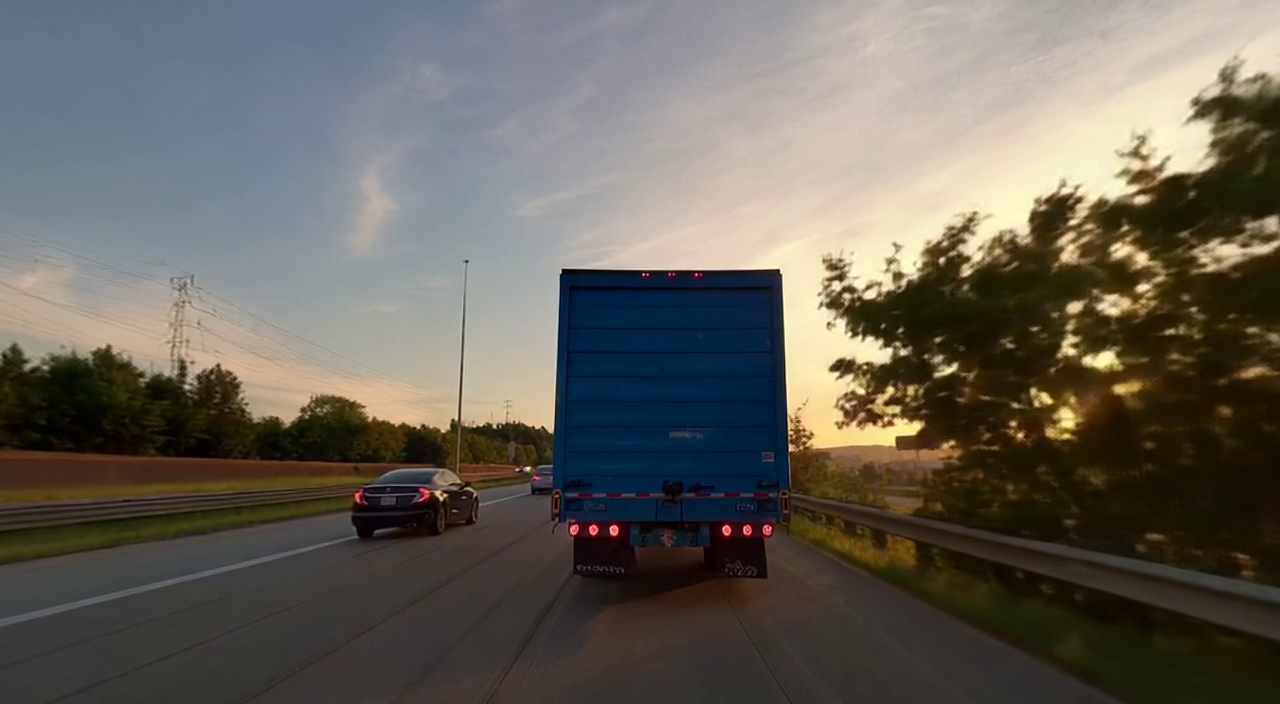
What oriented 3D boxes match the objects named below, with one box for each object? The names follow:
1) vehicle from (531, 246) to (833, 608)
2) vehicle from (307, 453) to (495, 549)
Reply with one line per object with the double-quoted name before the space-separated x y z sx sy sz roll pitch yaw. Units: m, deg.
"vehicle" 0.599 1.434 10.504 2.831 3.529 8.689 0 -11 3
"vehicle" -4.306 2.785 12.265 1.891 1.469 4.431 1 -11 0
